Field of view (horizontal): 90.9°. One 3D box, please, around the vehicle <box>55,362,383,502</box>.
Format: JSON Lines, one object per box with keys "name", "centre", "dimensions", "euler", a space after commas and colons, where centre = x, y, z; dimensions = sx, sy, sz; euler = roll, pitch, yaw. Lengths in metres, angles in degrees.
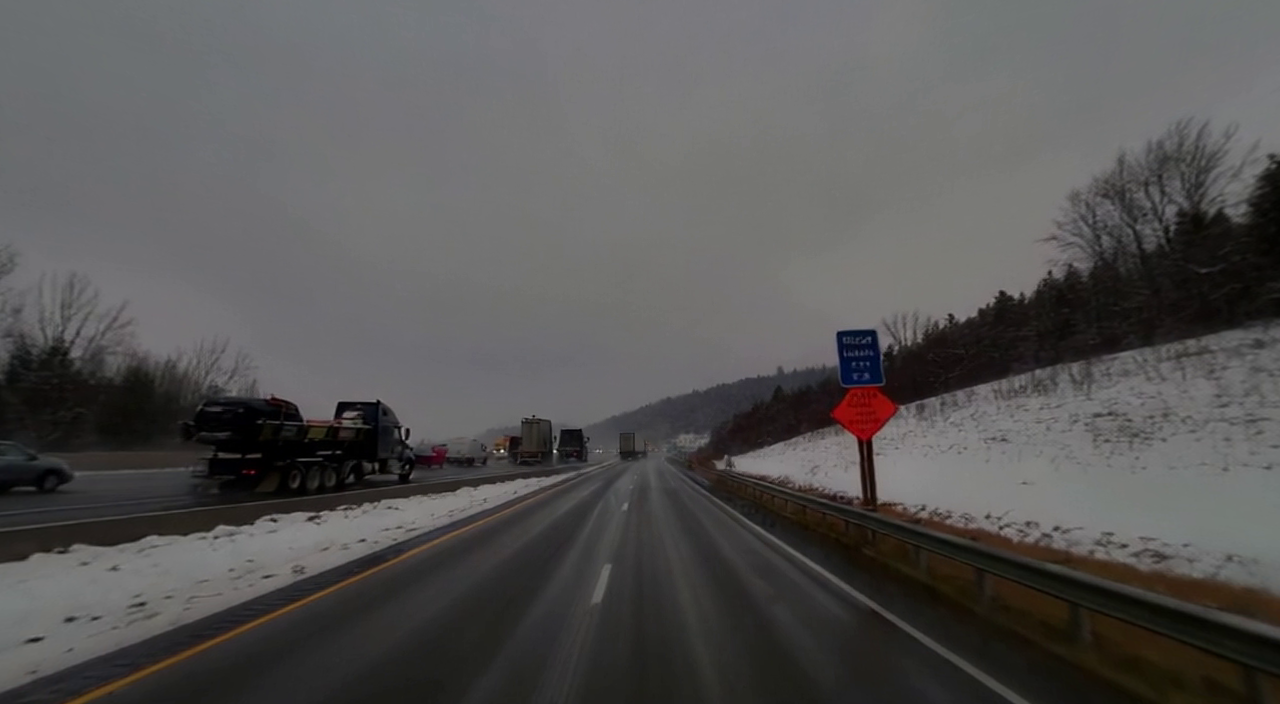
{"name": "vehicle", "centre": [-13.380, 2.979, 22.282], "dimensions": [2.745, 3.617, 11.590], "euler": [-1, -9, 5]}
